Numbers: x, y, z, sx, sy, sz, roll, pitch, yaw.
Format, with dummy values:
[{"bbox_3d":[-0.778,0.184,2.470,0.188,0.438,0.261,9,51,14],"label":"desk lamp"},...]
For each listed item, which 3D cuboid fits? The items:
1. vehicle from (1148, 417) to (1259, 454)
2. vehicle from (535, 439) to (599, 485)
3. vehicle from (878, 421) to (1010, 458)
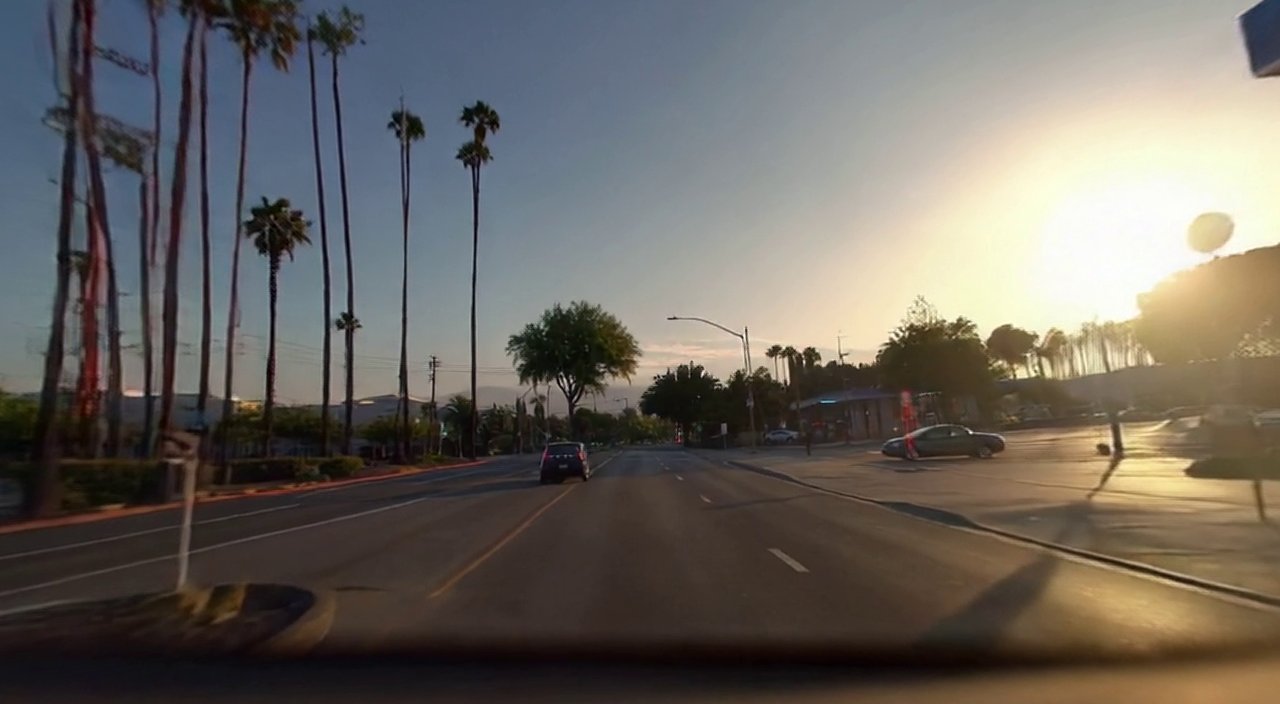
[{"bbox_3d":[27.284,4.075,30.666,3.685,1.459,1.685,3,-12,1],"label":"vehicle"},{"bbox_3d":[-2.747,4.028,23.478,2.073,1.525,4.809,1,-9,-8],"label":"vehicle"},{"bbox_3d":[14.463,4.202,30.296,5.317,1.700,1.901,0,-9,0],"label":"vehicle"}]
